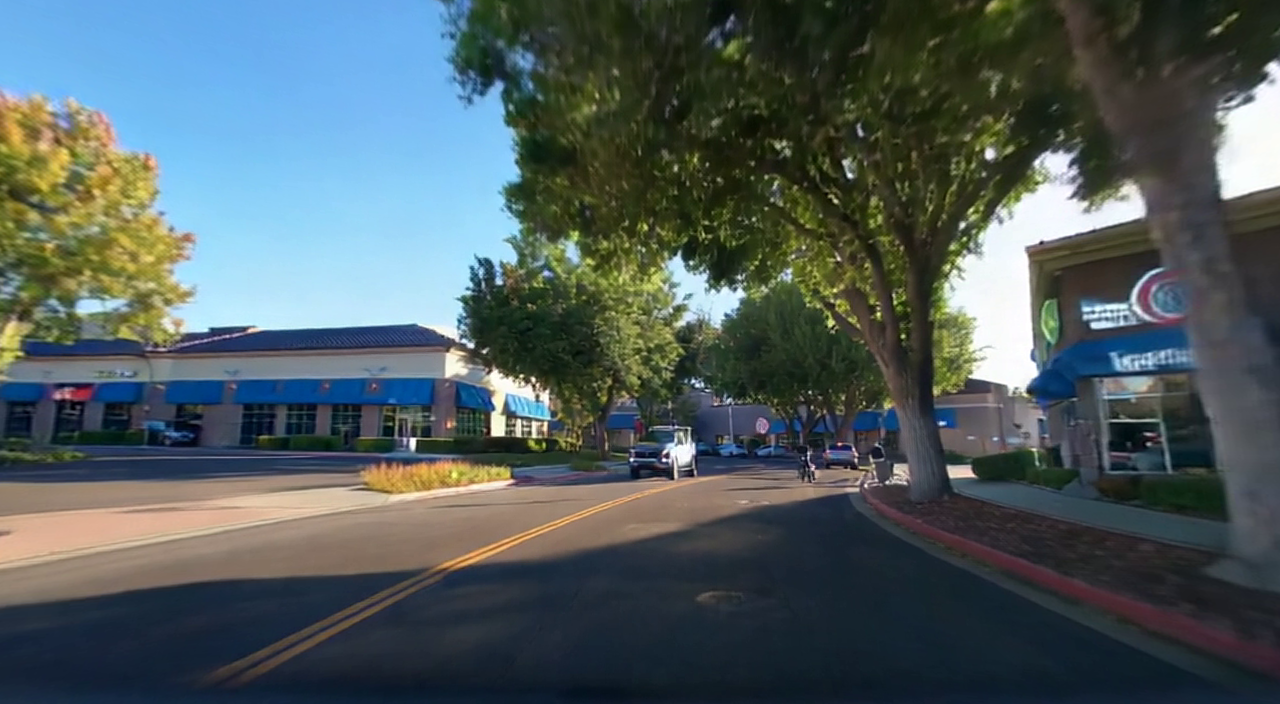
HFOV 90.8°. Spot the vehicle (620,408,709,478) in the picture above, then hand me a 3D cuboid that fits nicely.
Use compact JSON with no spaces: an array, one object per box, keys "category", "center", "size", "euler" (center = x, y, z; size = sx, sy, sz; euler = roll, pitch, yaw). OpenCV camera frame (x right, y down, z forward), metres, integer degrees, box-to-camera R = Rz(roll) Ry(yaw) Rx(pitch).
[{"category":"vehicle","center":[1.315,4.206,29.153],"size":[2.674,2.815,6.582],"euler":[-2,-9,15]}]

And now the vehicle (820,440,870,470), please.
[{"category":"vehicle","center":[13.066,6.577,40.656],"size":[2.292,1.767,5.128],"euler":[-2,-9,10]}]
